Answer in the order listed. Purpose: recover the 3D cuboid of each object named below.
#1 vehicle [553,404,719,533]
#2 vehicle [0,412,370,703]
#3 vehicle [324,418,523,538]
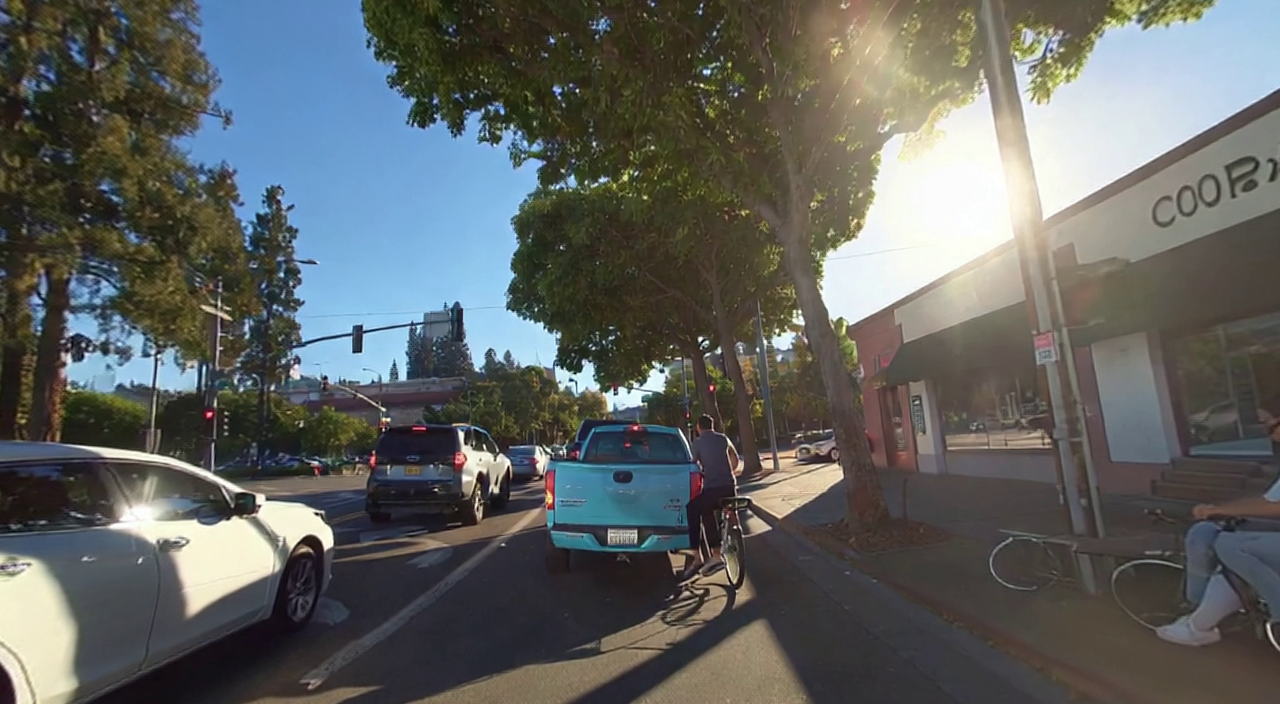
[{"bbox_3d":[-0.104,2.098,11.844,2.426,1.882,5.027,0,-9,-1],"label":"vehicle"},{"bbox_3d":[-3.558,1.172,3.683,2.064,1.486,4.140,0,-9,1],"label":"vehicle"},{"bbox_3d":[-3.609,2.209,11.610,2.046,1.750,4.452,0,-9,0],"label":"vehicle"}]
